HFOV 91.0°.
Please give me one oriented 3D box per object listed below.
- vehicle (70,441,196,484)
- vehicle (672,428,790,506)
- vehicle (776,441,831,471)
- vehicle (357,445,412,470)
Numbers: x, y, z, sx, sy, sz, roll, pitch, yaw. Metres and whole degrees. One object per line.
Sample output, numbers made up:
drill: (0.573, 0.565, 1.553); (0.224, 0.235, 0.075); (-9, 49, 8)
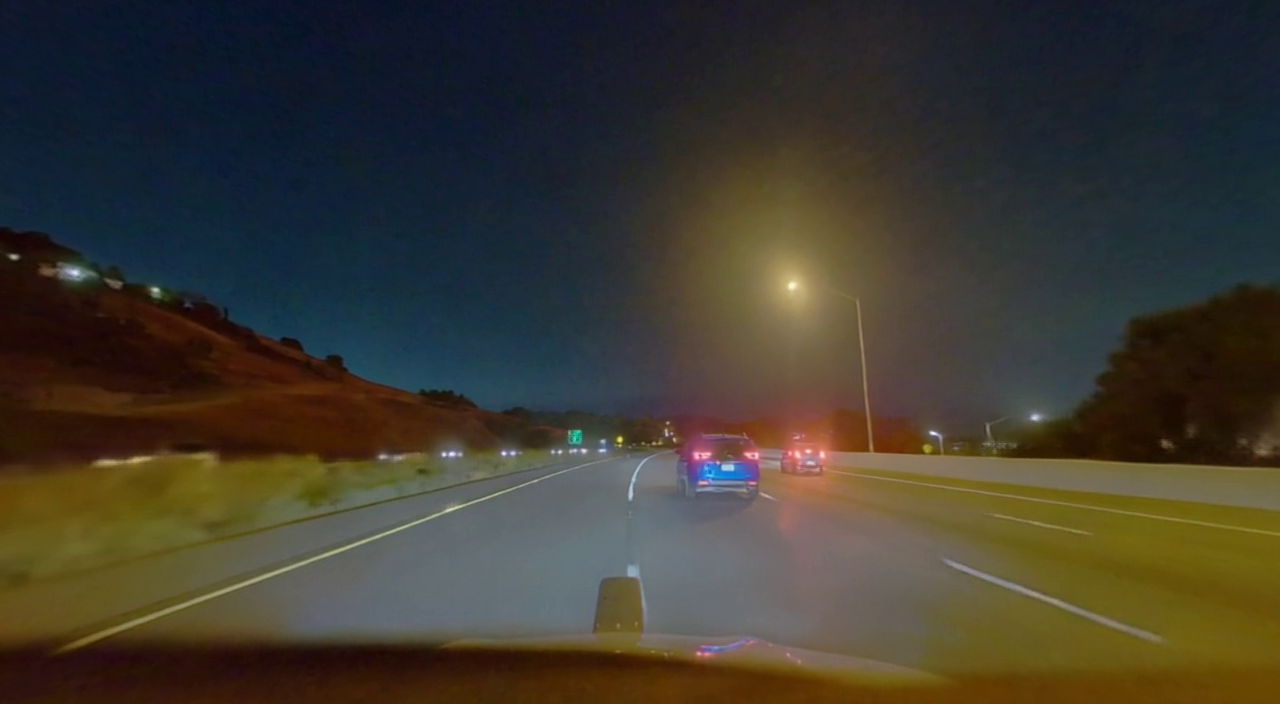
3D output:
vehicle: (-23.614, 5.132, 29.577); (1.972, 1.860, 4.592); (0, -9, 1)
vehicle: (2.213, 2.975, 16.753); (2.318, 1.766, 4.587); (0, -8, -2)
vehicle: (9.909, 6.349, 38.517); (2.043, 1.714, 4.453); (0, -9, -1)
vehicle: (-19.536, 8.026, 48.289); (2.085, 1.789, 4.669); (0, -8, 2)
